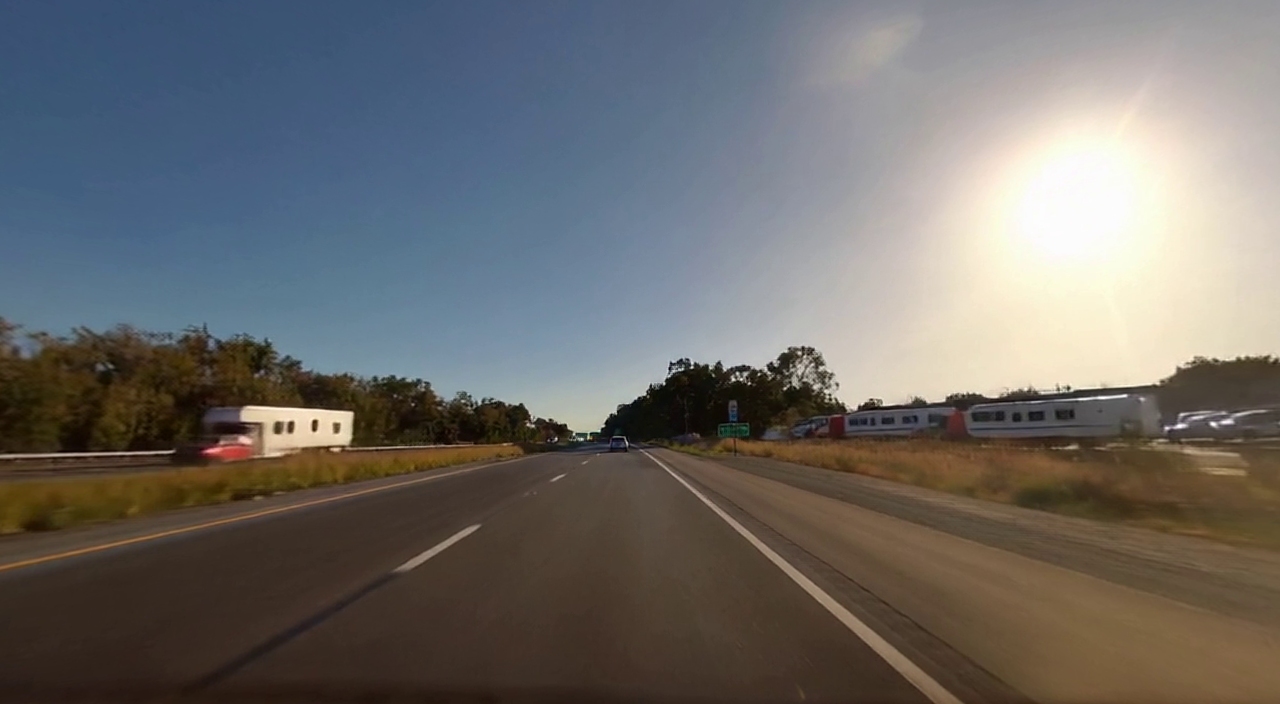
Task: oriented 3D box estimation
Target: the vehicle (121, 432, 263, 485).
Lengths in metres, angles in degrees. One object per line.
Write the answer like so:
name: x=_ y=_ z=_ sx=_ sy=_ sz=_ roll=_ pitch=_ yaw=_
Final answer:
vehicle: x=-17.619 y=4.165 z=25.130 sx=2.077 sy=1.896 sz=5.013 roll=0 pitch=-8 yaw=-1
